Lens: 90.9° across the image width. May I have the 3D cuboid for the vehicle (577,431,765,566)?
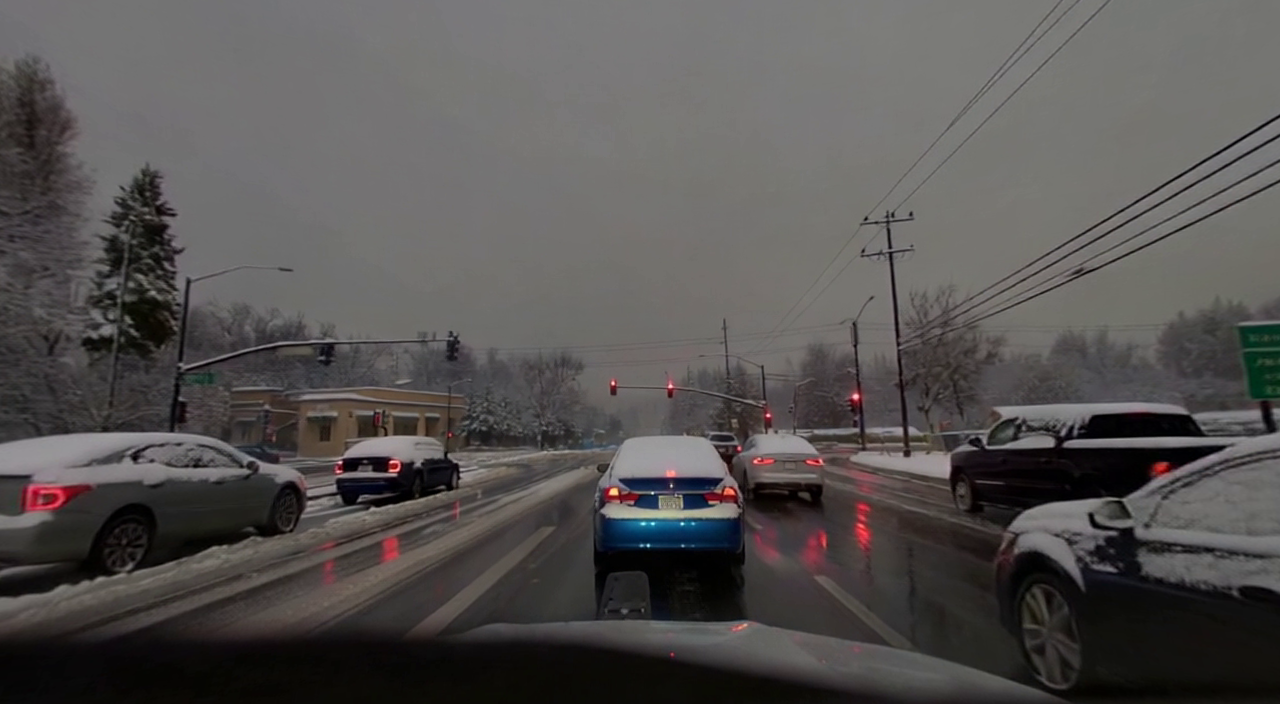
[{"bbox_3d":[0.328,1.939,9.129,2.109,1.483,3.964,0,-8,-1],"label":"vehicle"}]

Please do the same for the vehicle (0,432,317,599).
[{"bbox_3d":[-6.404,1.831,8.112,1.955,1.497,4.639,-1,-8,1],"label":"vehicle"}]

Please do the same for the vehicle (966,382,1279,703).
[{"bbox_3d":[3.101,0.856,2.073,1.870,1.523,4.096,0,-8,0],"label":"vehicle"}]

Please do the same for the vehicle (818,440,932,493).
[{"bbox_3d":[7.271,3.557,20.057,1.867,1.459,4.436,0,-8,-1],"label":"vehicle"}]

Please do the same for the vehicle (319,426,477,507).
[{"bbox_3d":[-6.239,3.005,17.106,2.070,1.824,5.196,-1,-8,2],"label":"vehicle"}]

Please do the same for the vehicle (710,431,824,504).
[{"bbox_3d":[3.239,3.039,17.094,2.042,1.676,4.364,0,-8,-2],"label":"vehicle"}]
